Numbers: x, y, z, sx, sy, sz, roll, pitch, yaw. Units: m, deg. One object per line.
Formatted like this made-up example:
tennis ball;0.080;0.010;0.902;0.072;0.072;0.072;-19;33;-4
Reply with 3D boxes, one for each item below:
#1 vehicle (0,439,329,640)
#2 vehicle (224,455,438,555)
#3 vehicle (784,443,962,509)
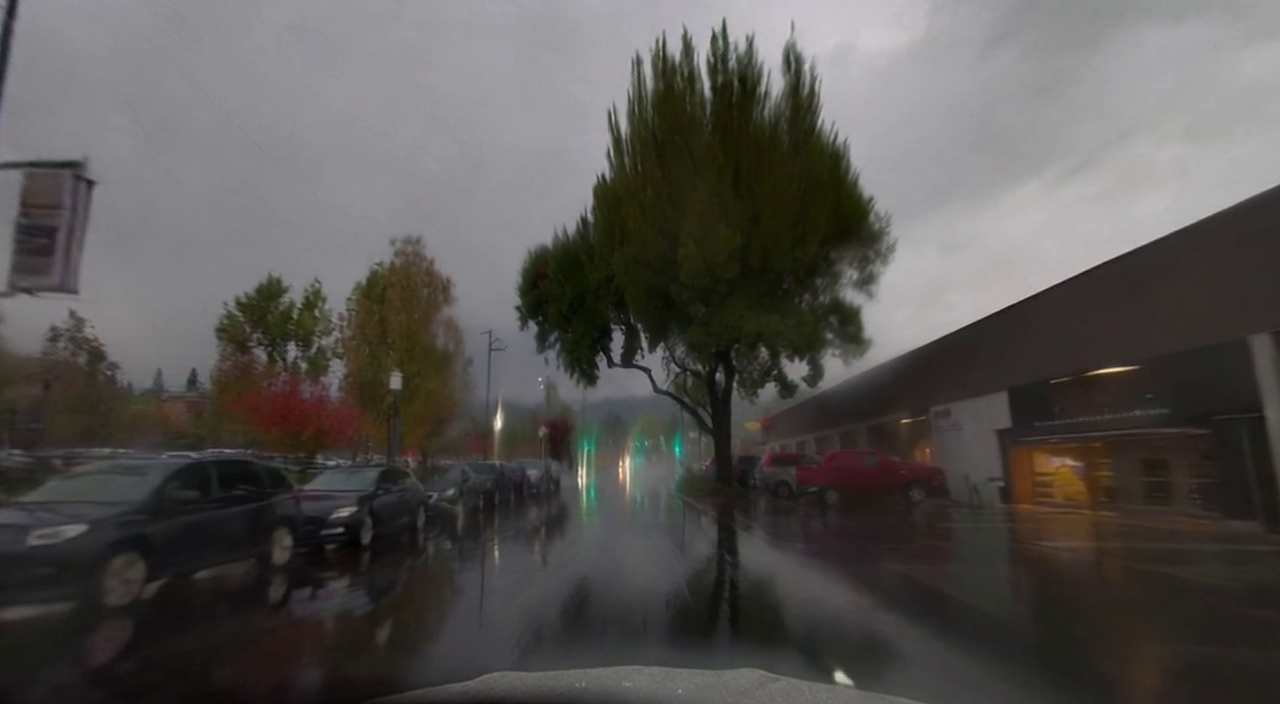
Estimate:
vehicle;-5.733;1.952;7.462;1.832;1.623;4.424;1;-11;-1
vehicle;-5.664;2.864;12.297;1.939;1.565;4.185;0;-11;2
vehicle;6.414;3.476;17.732;4.193;1.665;1.924;1;-11;-1
